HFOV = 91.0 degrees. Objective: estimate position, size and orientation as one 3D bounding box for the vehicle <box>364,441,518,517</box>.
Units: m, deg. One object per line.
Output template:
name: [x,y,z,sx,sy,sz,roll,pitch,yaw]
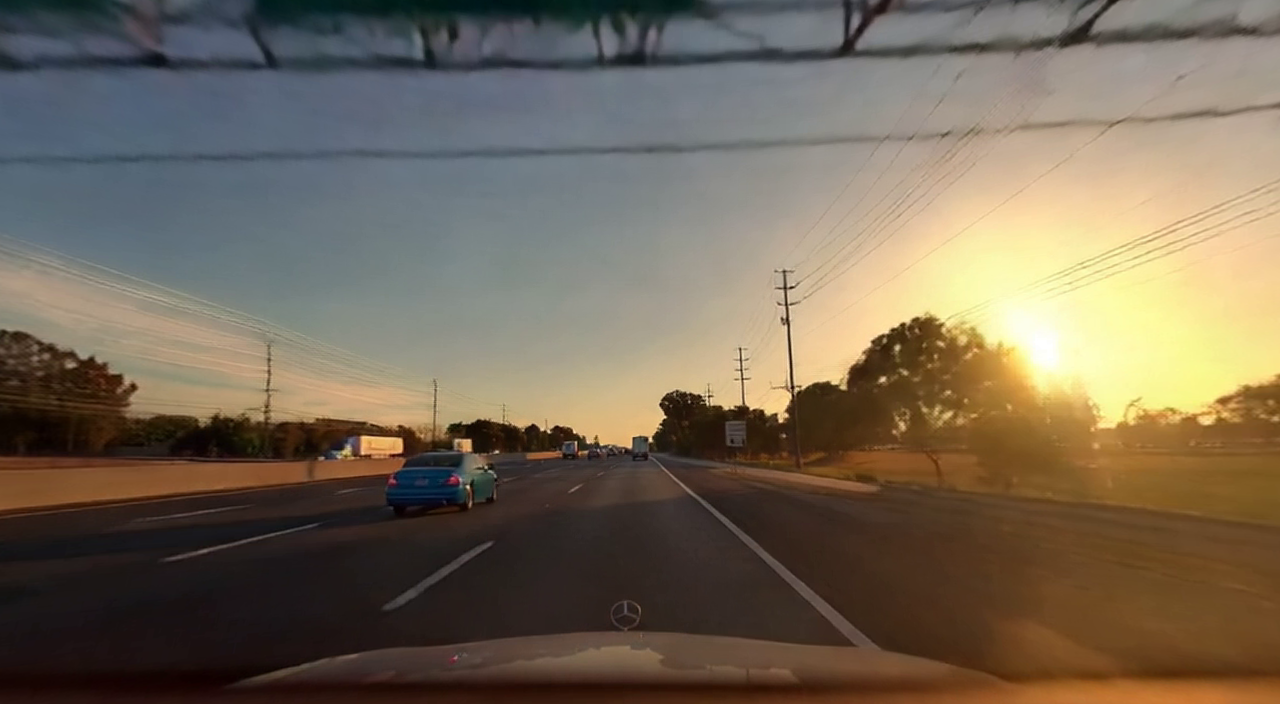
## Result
vehicle: [-4.408,2.879,14.818,2.104,1.501,4.459,0,-9,1]
